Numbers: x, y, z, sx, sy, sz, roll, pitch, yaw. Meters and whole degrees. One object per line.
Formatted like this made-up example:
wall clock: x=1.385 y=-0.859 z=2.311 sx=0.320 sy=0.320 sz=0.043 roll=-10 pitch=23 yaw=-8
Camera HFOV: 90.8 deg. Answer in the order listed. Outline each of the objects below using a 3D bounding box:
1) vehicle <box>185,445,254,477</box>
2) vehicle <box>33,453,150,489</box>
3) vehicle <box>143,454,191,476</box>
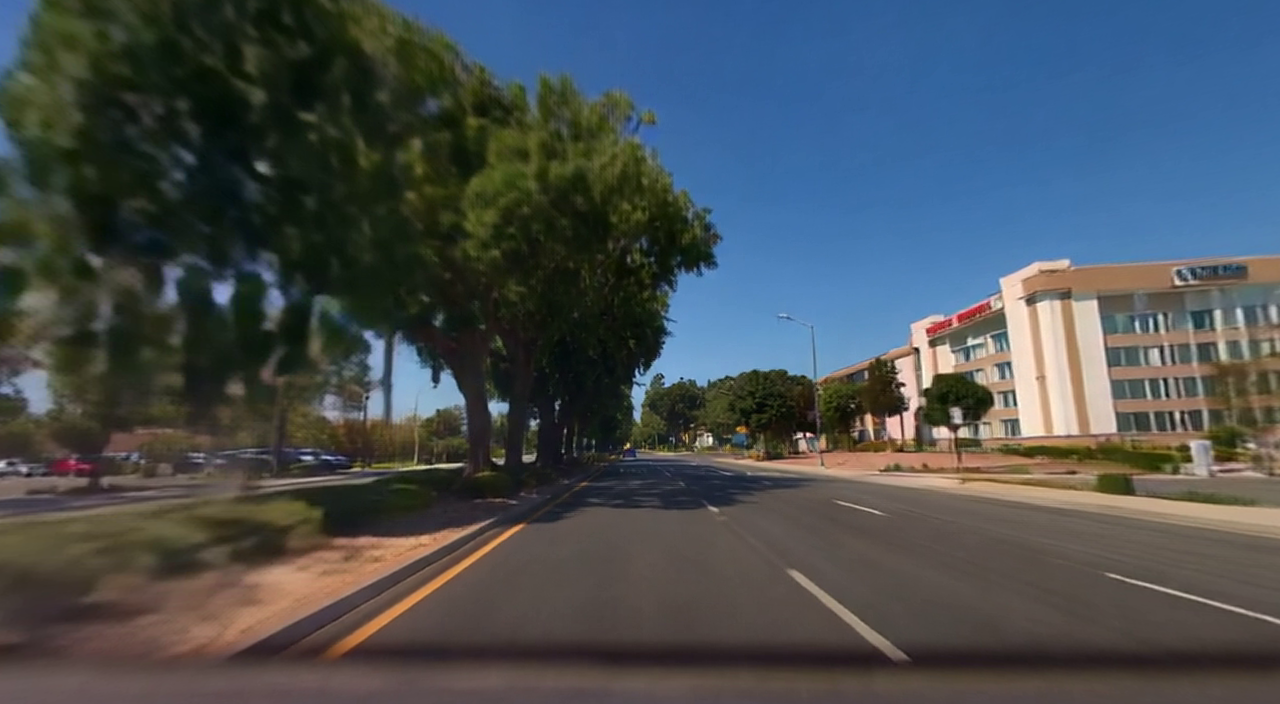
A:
vehicle: x=-28.428 y=7.349 z=42.924 sx=2.124 sy=2.004 sz=5.473 roll=2 pitch=-9 yaw=-15
vehicle: x=-28.512 y=6.152 z=33.086 sx=1.948 sy=1.689 sz=4.553 roll=0 pitch=-9 yaw=1
vehicle: x=-33.888 y=8.075 z=45.338 sx=2.020 sy=1.489 sz=3.997 roll=4 pitch=-10 yaw=-26
